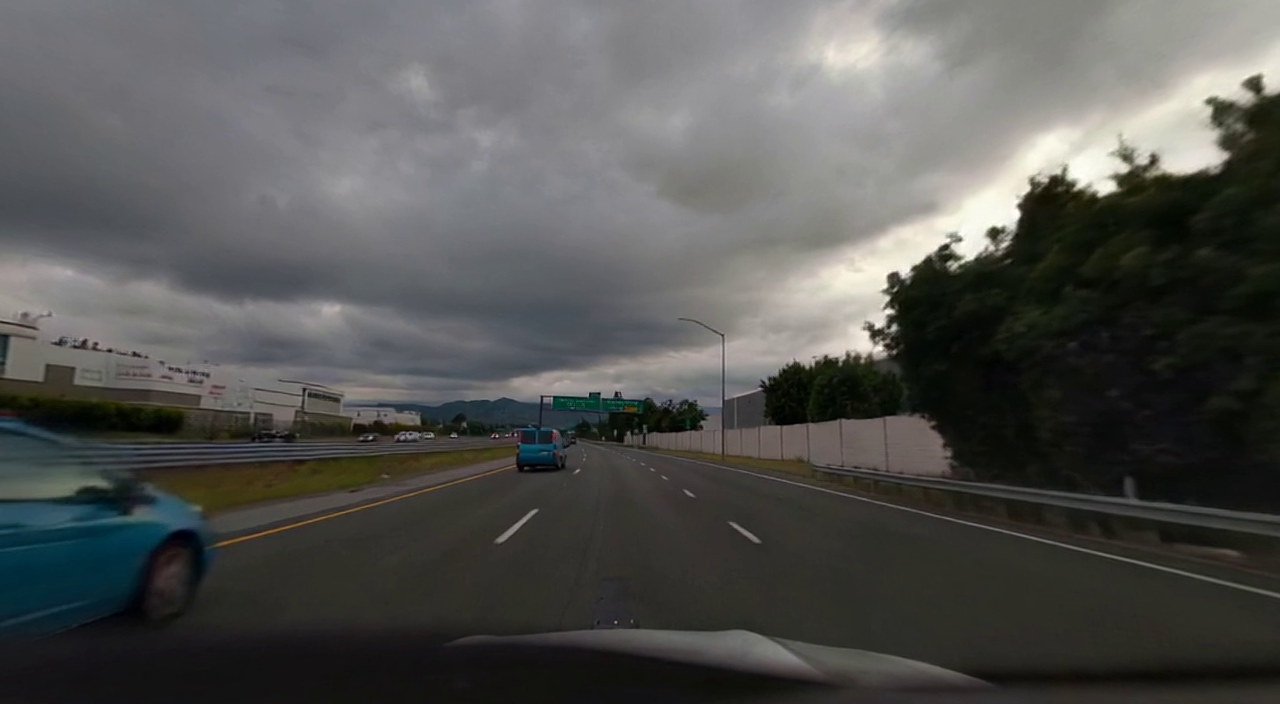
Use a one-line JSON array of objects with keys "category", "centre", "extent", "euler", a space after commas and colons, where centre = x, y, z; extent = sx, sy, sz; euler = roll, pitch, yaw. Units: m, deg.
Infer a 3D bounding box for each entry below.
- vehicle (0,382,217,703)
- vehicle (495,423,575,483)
[{"category": "vehicle", "centre": [-3.988, 0.844, 2.317], "extent": [2.045, 1.547, 4.162], "euler": [0, -8, -2]}, {"category": "vehicle", "centre": [-3.669, 3.636, 22.940], "extent": [2.260, 1.901, 4.665], "euler": [0, -8, -2]}]
